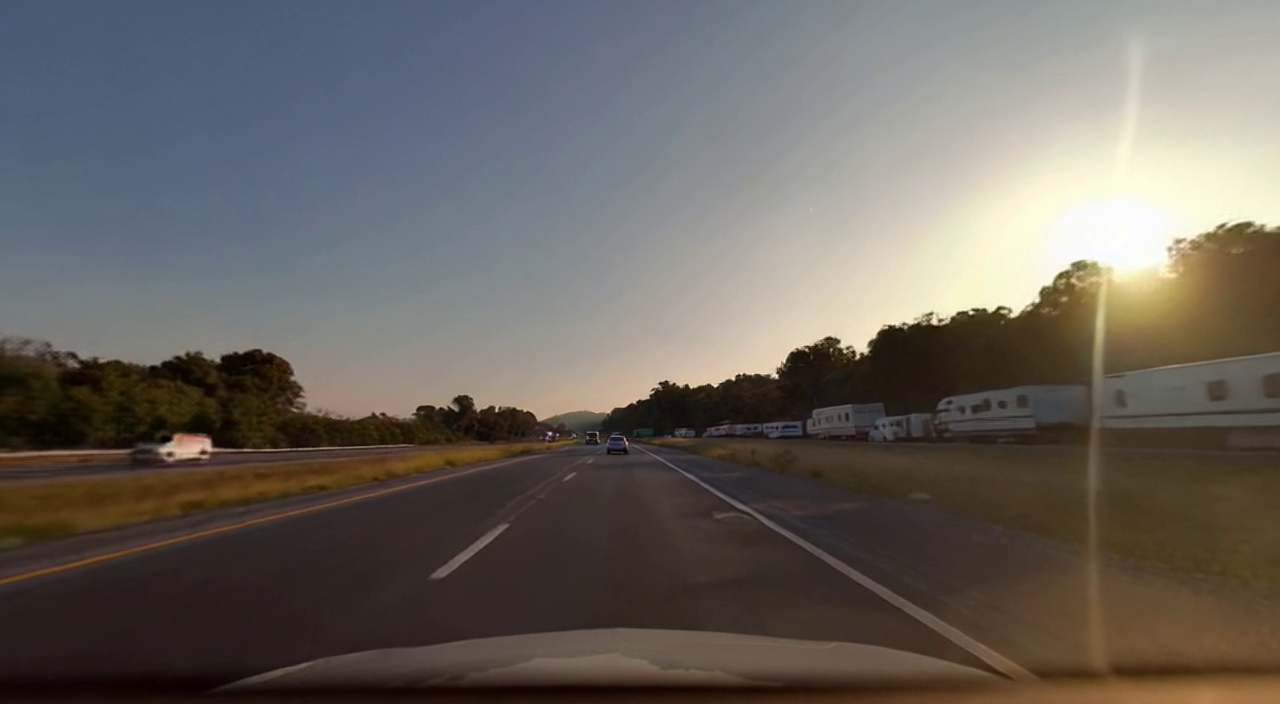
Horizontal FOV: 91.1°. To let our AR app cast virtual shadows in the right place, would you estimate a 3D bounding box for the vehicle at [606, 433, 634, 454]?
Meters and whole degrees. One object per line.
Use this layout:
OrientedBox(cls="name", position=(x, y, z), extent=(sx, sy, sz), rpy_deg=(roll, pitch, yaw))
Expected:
OrientedBox(cls="vehicle", position=(-1.532, 6.942, 47.773), extent=(2.037, 1.504, 4.248), rpy_deg=(0, -8, -2))
